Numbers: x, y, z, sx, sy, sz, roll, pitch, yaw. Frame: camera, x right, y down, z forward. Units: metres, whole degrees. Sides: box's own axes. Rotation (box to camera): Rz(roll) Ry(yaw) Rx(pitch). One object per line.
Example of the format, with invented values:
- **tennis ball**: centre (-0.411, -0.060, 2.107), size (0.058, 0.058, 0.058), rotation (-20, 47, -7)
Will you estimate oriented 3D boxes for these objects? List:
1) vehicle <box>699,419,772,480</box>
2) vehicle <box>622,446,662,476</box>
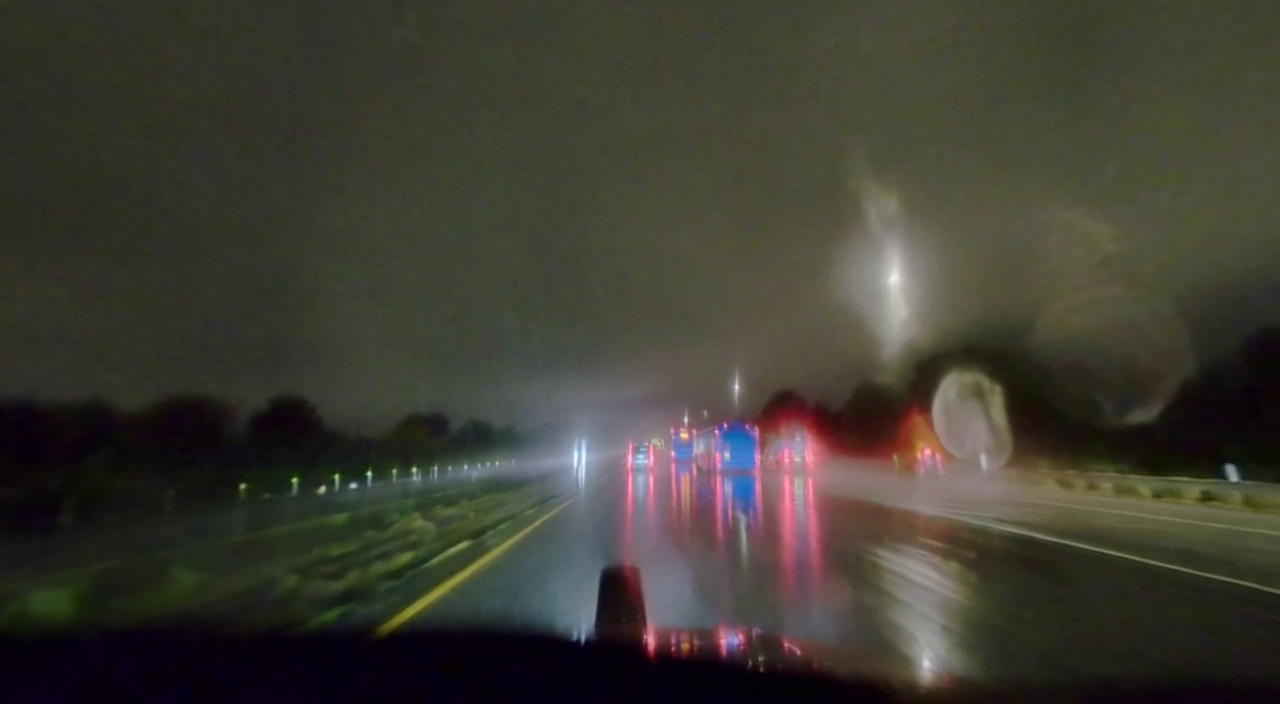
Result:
- **vehicle**: centre (4.365, 4.644, 29.951), size (2.440, 2.555, 5.957), rotation (0, -9, 0)
- **vehicle**: centre (0.070, 5.717, 33.192), size (2.004, 1.449, 3.817), rotation (0, -9, -1)
